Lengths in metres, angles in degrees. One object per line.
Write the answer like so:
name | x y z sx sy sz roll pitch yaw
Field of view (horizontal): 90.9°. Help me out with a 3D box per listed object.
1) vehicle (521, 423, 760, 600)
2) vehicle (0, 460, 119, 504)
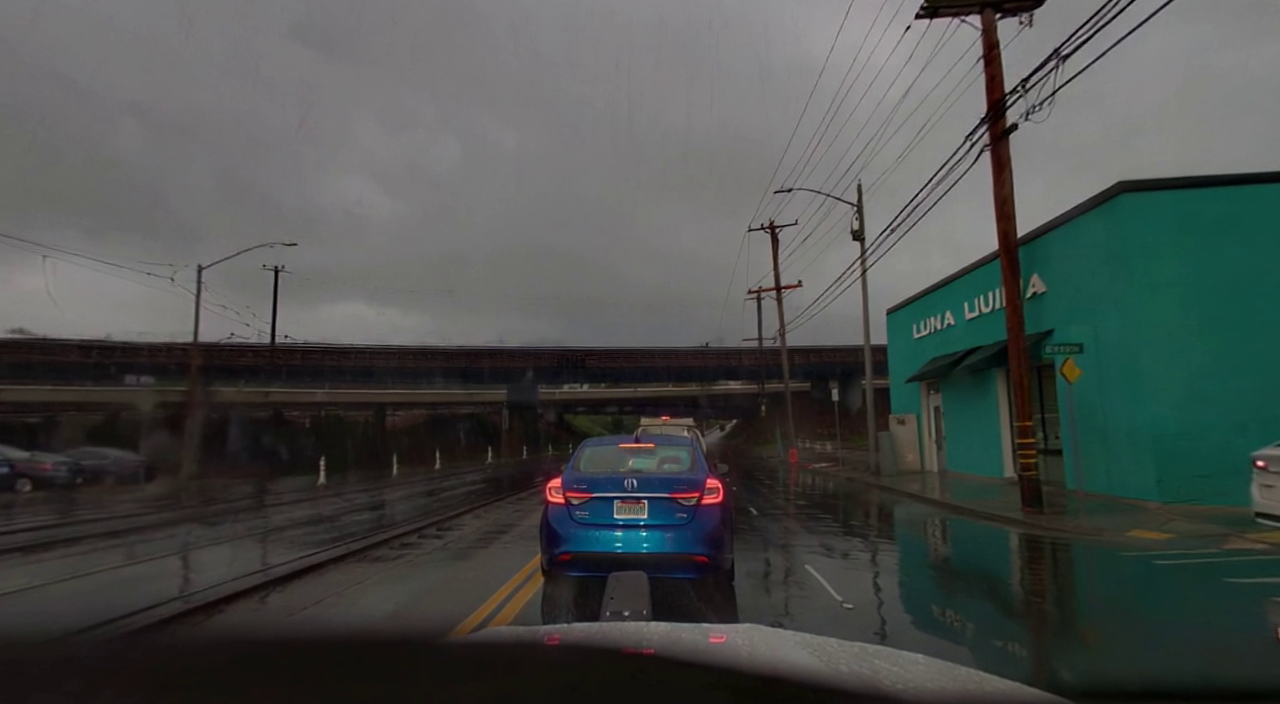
vehicle | 0.091 1.706 7.608 2.090 1.518 4.033 -1 -9 3
vehicle | -21.947 4.678 22.818 4.566 1.453 1.935 -1 -9 5
